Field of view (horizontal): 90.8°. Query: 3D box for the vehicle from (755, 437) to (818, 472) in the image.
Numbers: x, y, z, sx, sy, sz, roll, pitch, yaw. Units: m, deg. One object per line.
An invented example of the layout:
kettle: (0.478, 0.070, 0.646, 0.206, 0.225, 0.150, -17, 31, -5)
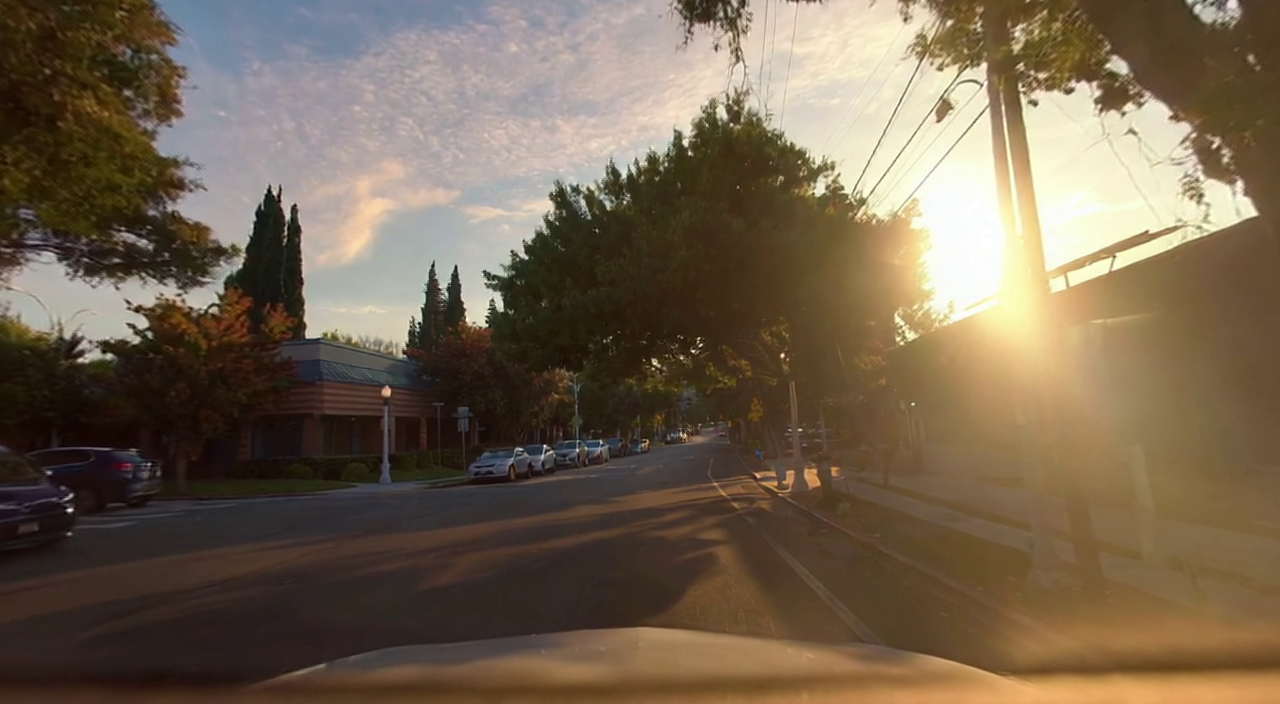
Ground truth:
vehicle: (6.694, 4.724, 29.345, 1.918, 1.461, 4.419, 0, -8, 1)

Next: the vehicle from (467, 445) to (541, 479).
vehicle: (-6.067, 4.960, 28.736, 1.968, 1.443, 4.358, -1, -9, 6)

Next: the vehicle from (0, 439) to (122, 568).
vehicle: (-10.113, 2.069, 8.955, 4.141, 1.620, 1.876, -2, -9, 9)

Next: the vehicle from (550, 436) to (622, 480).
vehicle: (-2.122, 4.384, 26.341, 2.110, 1.651, 4.410, -1, -9, 7)
